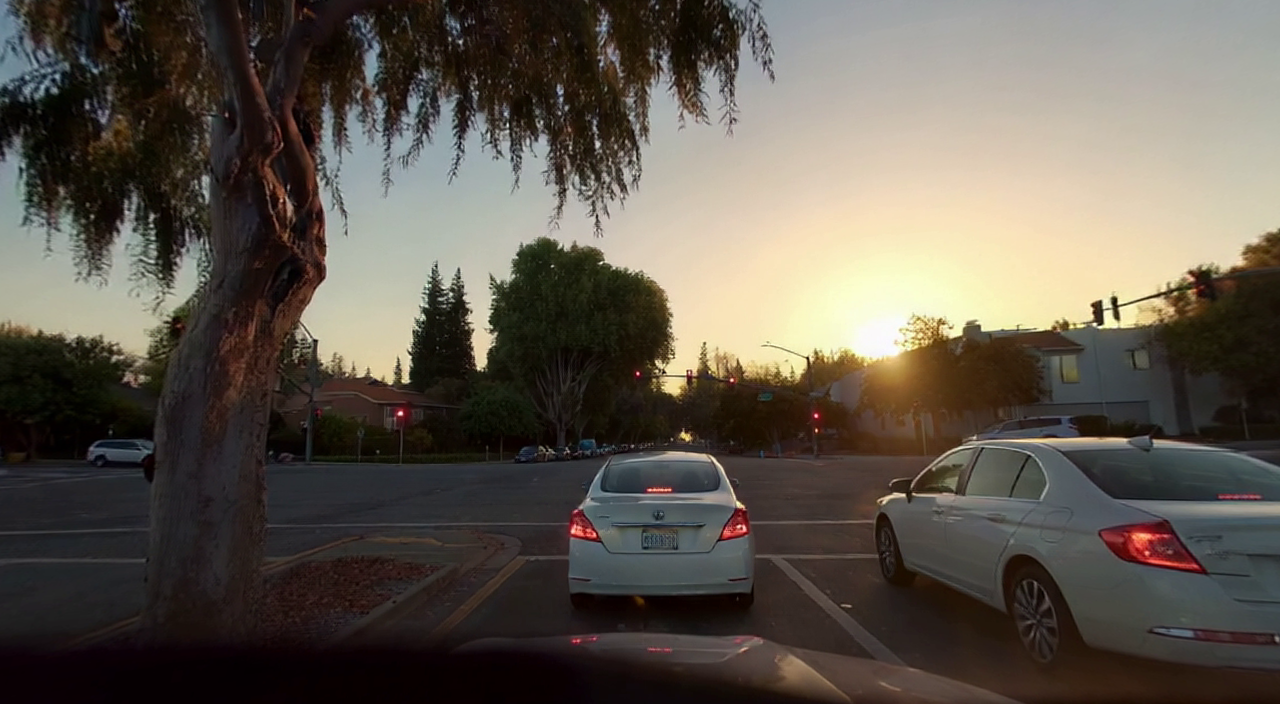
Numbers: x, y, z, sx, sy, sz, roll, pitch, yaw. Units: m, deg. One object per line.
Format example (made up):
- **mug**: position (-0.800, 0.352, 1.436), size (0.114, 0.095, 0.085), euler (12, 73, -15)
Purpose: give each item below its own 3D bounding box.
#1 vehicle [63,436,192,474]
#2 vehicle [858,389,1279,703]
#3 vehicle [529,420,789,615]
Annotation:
- **vehicle**: position (-24.279, 4.872, 29.991), size (4.450, 1.684, 1.894), euler (0, -8, 0)
- **vehicle**: position (3.174, 1.126, 3.894), size (1.931, 1.493, 4.555), euler (0, -8, -1)
- **vehicle**: position (0.105, 1.563, 6.870), size (2.017, 1.485, 3.813), euler (0, -8, -1)
